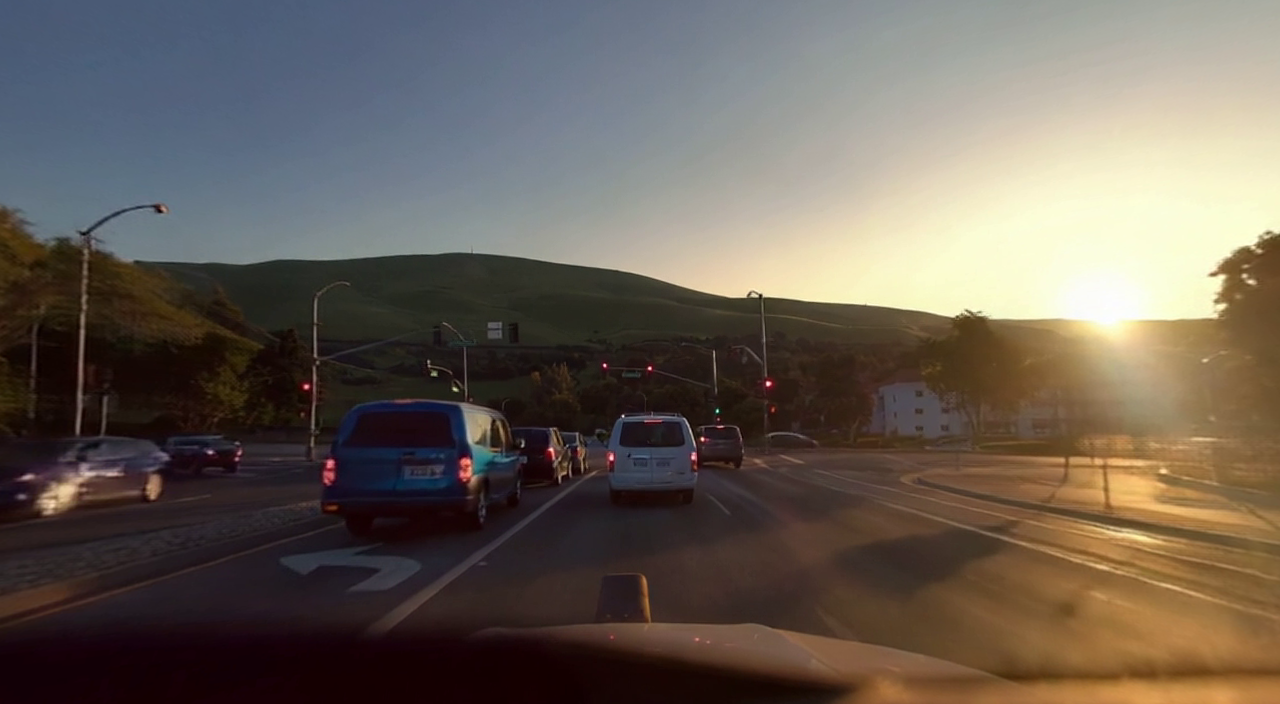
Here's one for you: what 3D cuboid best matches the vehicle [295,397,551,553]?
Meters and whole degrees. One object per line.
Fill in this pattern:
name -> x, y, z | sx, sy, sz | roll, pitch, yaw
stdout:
vehicle -> -2.836, 1.747, 9.600 | 2.131, 1.783, 4.540 | 0, -8, 2

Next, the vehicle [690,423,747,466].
vehicle -> 3.190, 3.857, 26.297 | 1.817, 1.662, 3.843 | 0, -8, -1

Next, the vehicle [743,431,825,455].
vehicle -> 9.050, 5.752, 39.882 | 4.696, 1.461, 1.810 | 0, -8, 0

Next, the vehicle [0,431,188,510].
vehicle -> -14.431, 3.034, 16.685 | 2.053, 1.754, 4.717 | 1, -8, -10

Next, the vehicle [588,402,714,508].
vehicle -> 0.208, 2.110, 13.203 | 2.185, 1.822, 4.391 | 0, -8, 1
